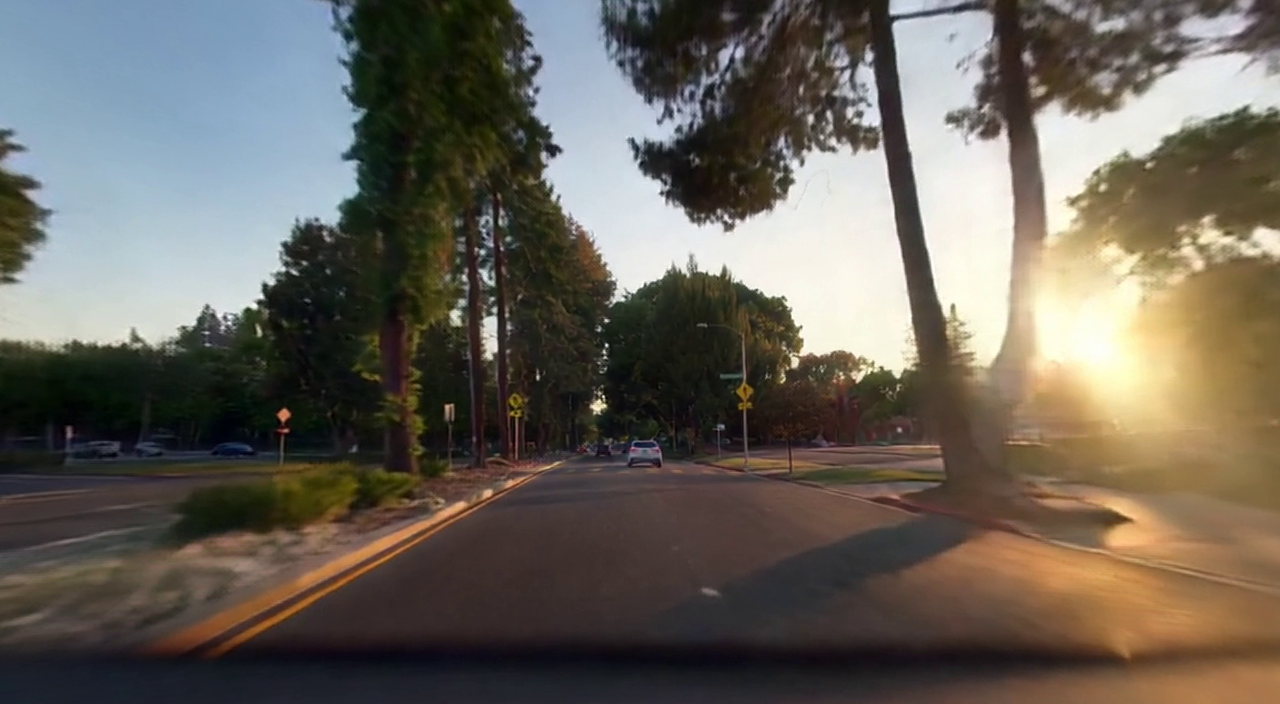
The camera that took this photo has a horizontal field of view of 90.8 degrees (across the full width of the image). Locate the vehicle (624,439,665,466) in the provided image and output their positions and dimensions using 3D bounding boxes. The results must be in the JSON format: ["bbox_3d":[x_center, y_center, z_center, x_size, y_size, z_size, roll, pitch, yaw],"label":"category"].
[{"bbox_3d":[0.191,6.052,38.150,2.142,1.501,4.273,0,-8,-4],"label":"vehicle"}]
